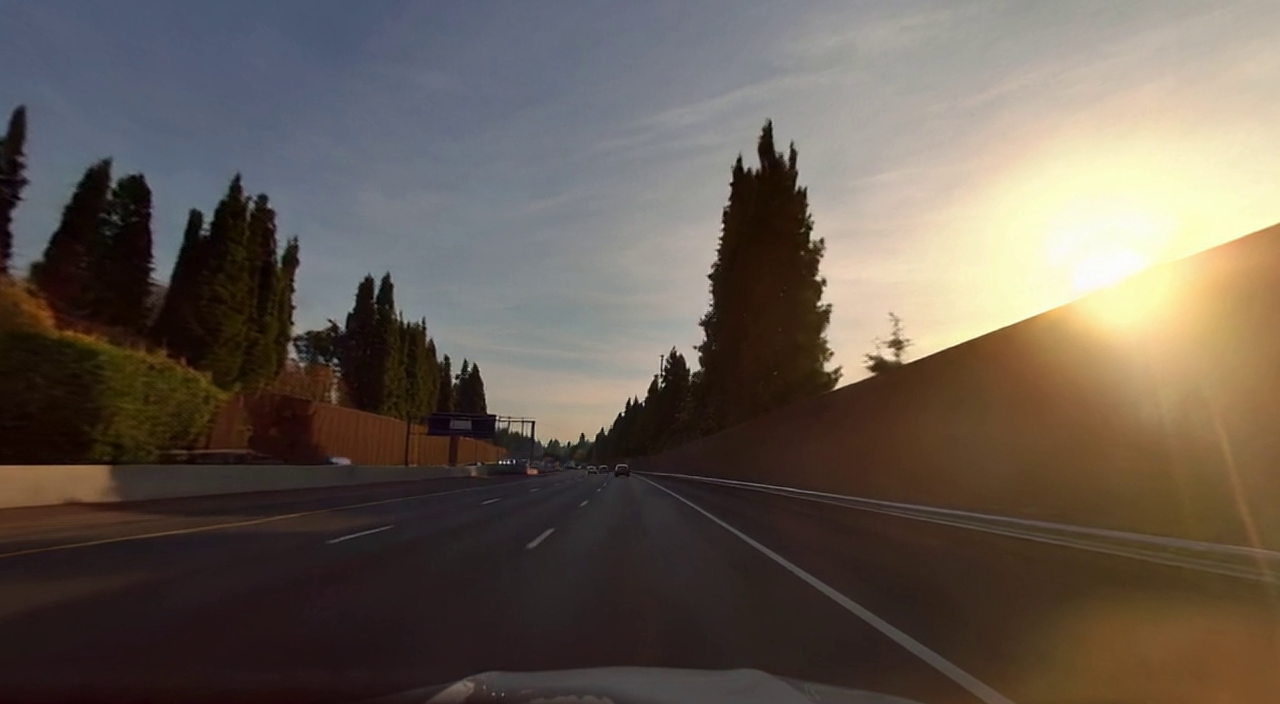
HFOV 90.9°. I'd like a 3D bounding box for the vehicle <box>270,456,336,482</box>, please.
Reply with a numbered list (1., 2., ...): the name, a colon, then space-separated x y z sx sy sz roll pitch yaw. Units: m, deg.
1. vehicle: -20.961 7.334 39.395 1.799 1.489 4.248 1 -10 -1
